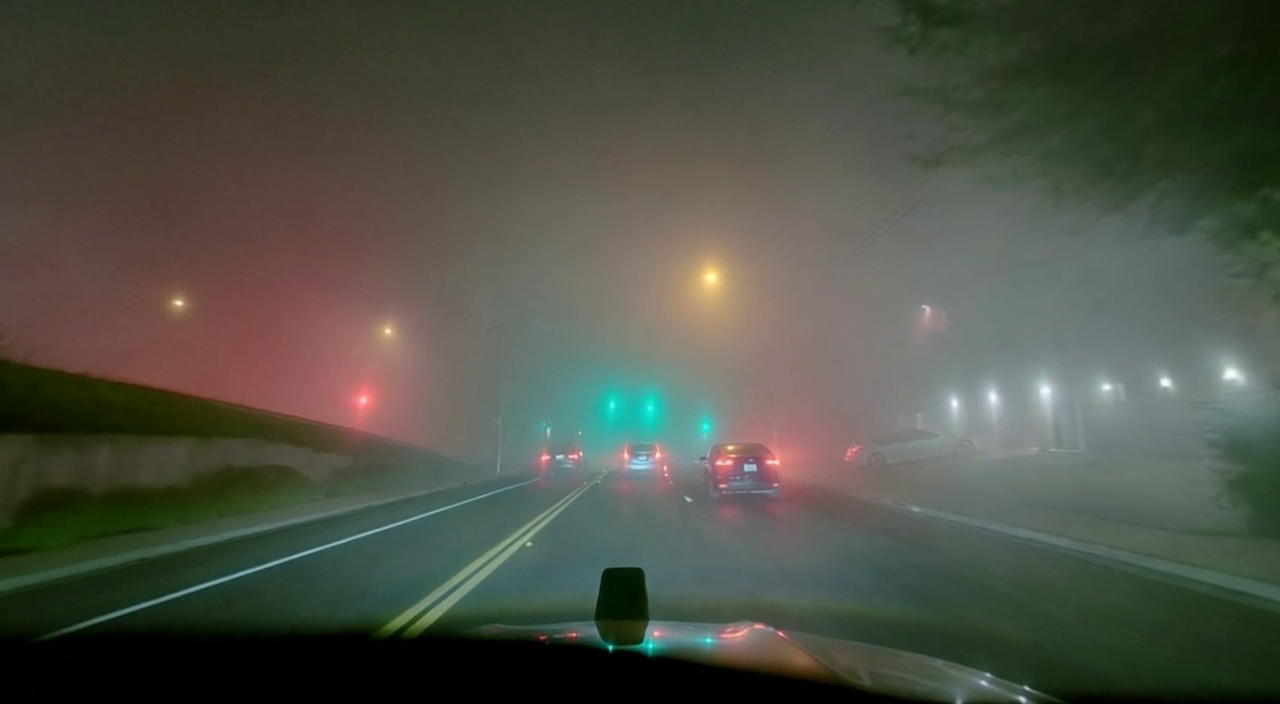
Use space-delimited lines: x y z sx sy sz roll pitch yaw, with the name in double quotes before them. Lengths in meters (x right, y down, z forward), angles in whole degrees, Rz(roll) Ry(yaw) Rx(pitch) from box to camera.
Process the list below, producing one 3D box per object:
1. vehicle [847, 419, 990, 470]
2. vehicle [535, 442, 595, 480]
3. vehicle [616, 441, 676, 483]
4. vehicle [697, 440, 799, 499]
"vehicle" 13.848 4.622 31.642 5.929 1.970 2.381 -5 -8 -2
"vehicle" -3.147 4.685 27.330 2.012 1.505 4.205 0 -8 1
"vehicle" 0.221 4.143 24.080 2.101 1.467 4.210 0 -8 0
"vehicle" 2.957 3.332 18.370 2.158 1.483 4.415 0 -8 0
